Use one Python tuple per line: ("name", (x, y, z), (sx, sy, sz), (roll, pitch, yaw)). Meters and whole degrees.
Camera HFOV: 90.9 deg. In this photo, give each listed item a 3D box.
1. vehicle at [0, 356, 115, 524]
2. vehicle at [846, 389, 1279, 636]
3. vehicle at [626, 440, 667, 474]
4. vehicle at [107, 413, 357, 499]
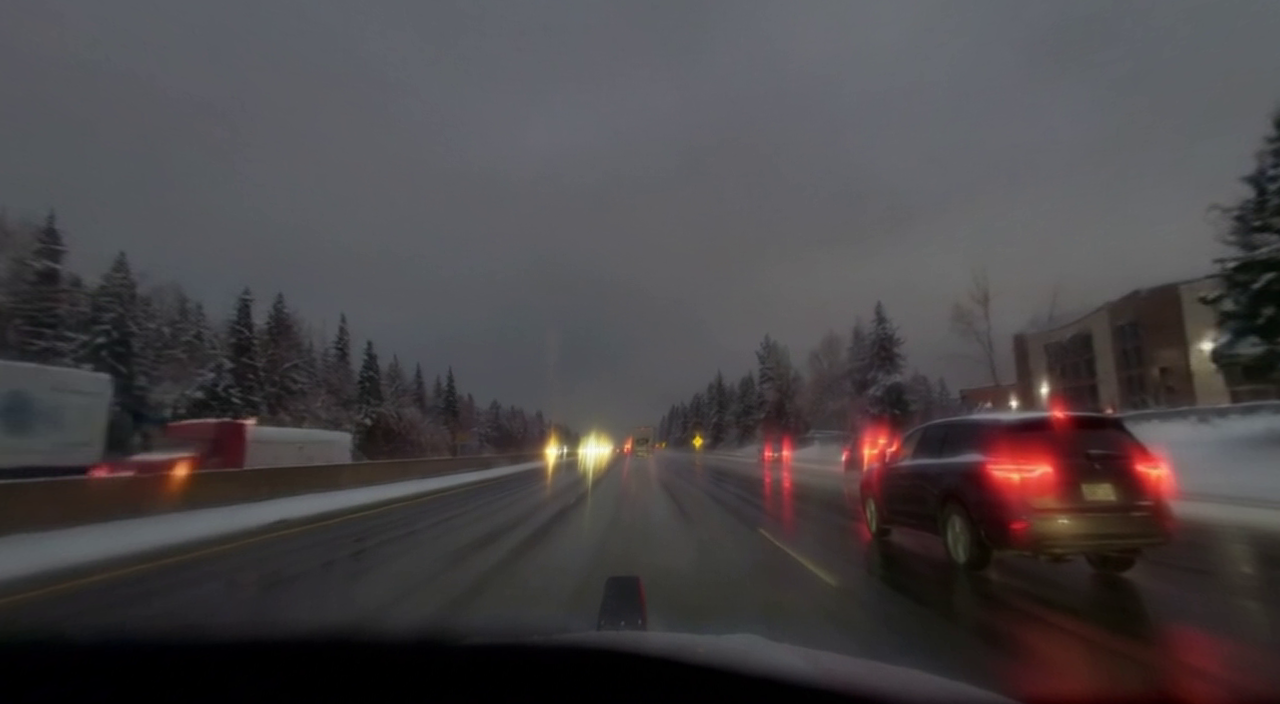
("vehicle", (-15.914, 1.781, 12.915), (3.049, 3.710, 8.153), (0, -9, 1))
("vehicle", (4.064, 1.431, 6.713), (2.008, 1.595, 5.082), (-1, -9, 0))
("vehicle", (0.284, 5.575, 33.507), (2.015, 1.639, 4.086), (0, -9, -1))
("vehicle", (-15.916, 4.302, 26.396), (2.723, 2.765, 11.554), (0, -9, 0))
